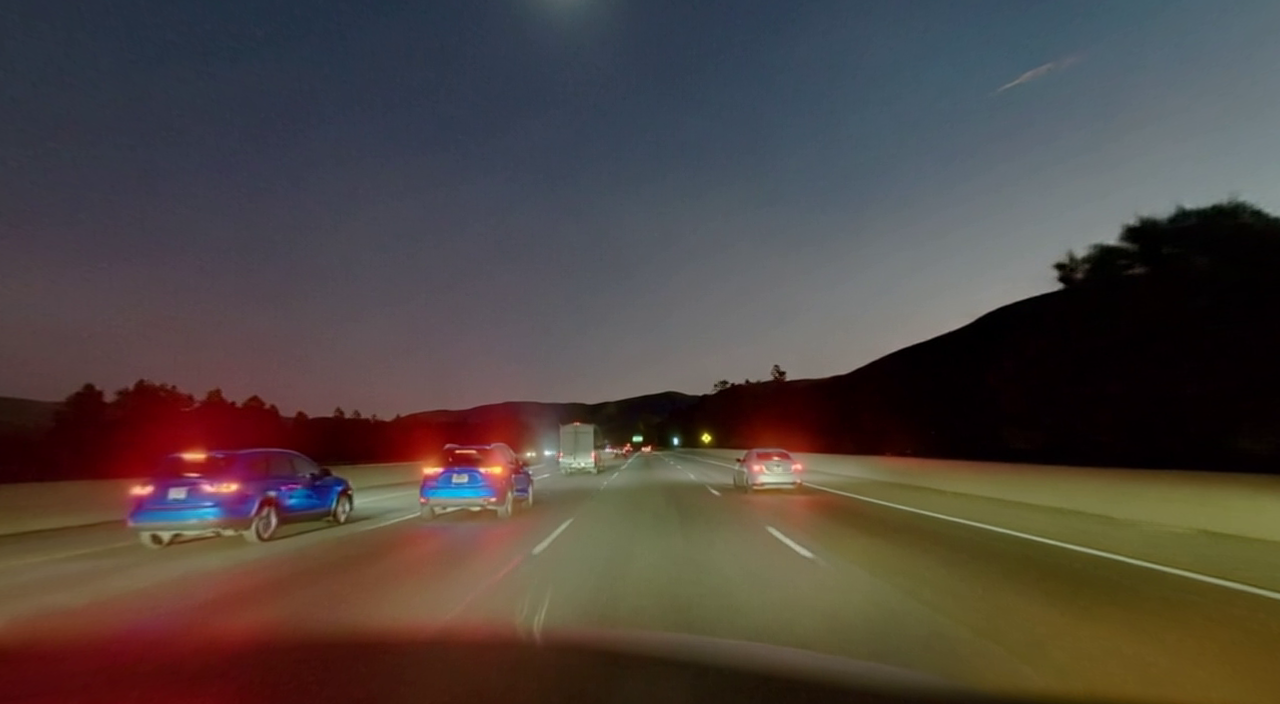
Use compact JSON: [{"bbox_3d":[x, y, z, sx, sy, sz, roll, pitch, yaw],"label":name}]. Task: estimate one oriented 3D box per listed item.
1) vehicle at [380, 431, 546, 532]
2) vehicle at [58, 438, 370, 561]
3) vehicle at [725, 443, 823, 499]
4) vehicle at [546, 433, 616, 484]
[{"bbox_3d":[-3.381,2.565,13.019,2.080,1.716,4.207,0,-9,2],"label":"vehicle"},{"bbox_3d":[-6.783,2.354,10.899,2.084,1.639,4.648,0,-9,1],"label":"vehicle"},{"bbox_3d":[4.095,3.706,20.069,2.071,1.570,4.637,0,-9,0],"label":"vehicle"},{"bbox_3d":[-2.582,4.906,29.260,2.494,2.136,5.539,0,-9,2],"label":"vehicle"}]
